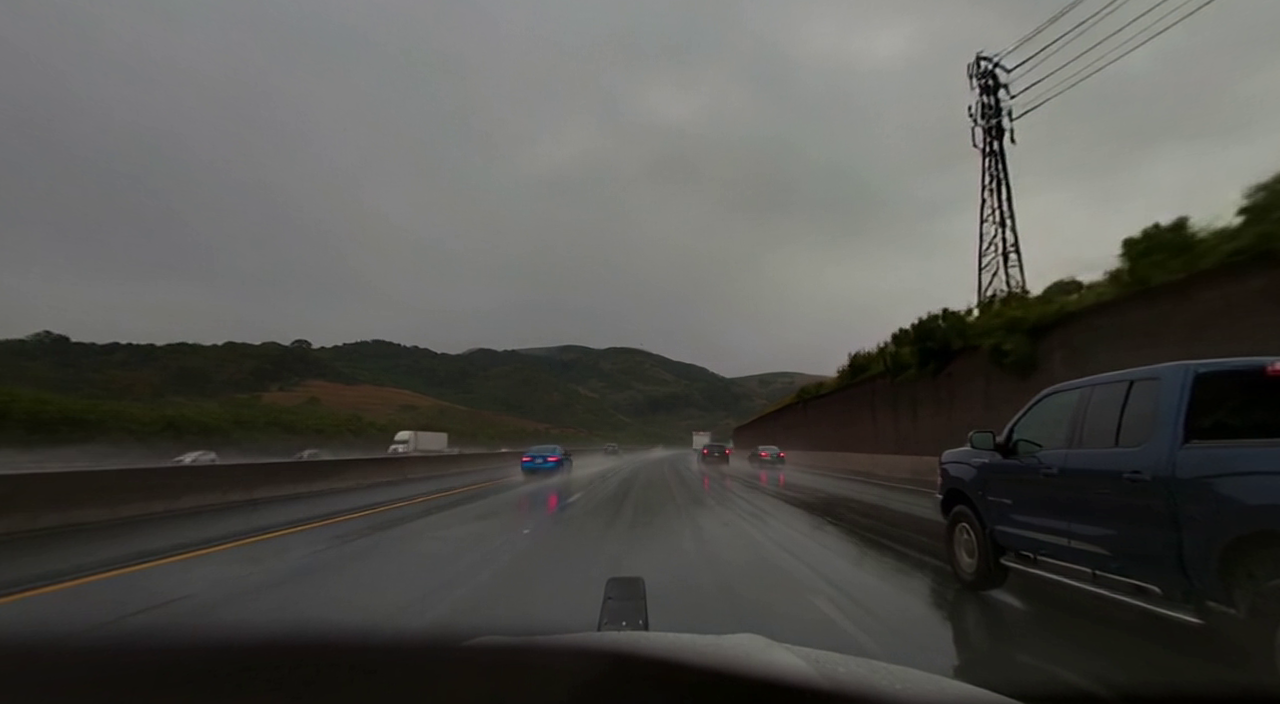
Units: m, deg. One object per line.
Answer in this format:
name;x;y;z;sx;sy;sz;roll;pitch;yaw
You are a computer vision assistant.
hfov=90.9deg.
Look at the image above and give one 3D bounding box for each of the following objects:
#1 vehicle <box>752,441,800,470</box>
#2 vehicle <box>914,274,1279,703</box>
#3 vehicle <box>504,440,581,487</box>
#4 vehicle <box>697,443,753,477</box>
vehicle;8.274;6.311;38.745;1.986;1.633;4.430;0;-8;1
vehicle;3.442;0.757;2.872;2.098;1.925;5.171;0;-8;1
vehicle;-3.630;4.254;24.437;2.113;1.636;4.494;-1;-8;2
vehicle;3.950;5.090;29.914;2.046;1.471;4.333;0;-8;0
